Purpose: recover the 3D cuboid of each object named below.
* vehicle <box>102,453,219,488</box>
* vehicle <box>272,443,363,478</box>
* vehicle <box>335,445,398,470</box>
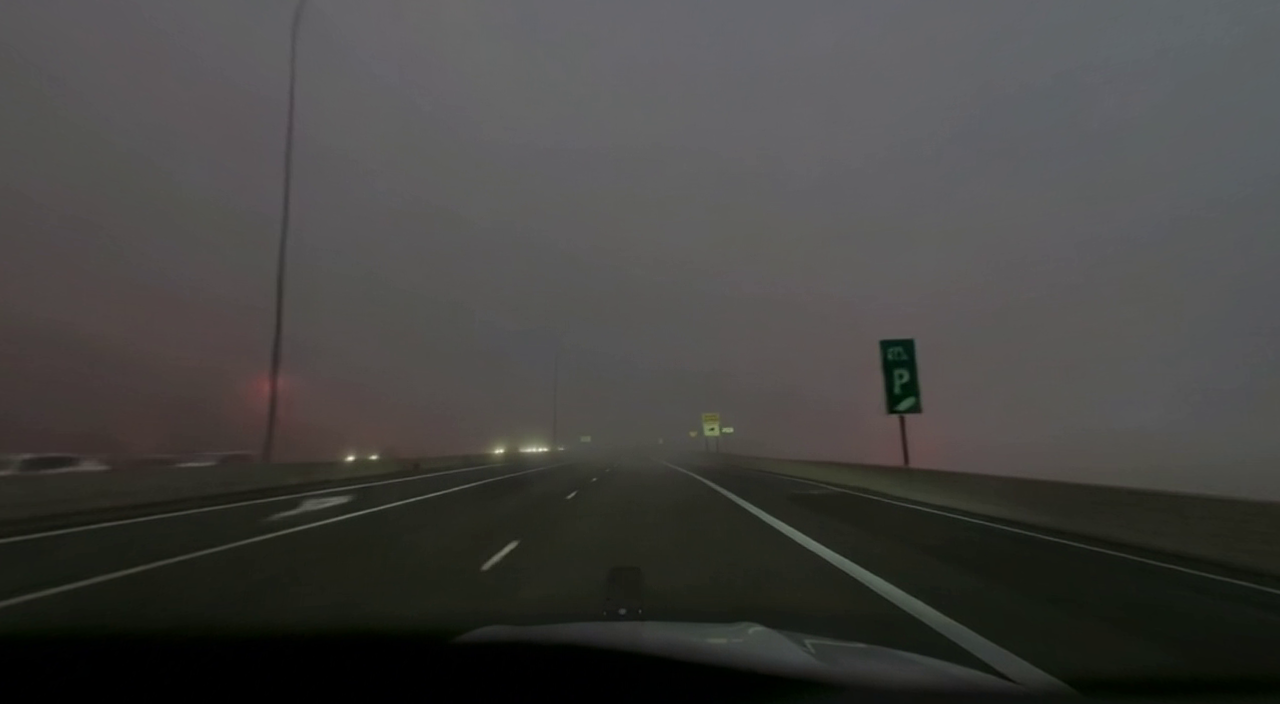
[{"bbox_3d":[-21.896,5.399,29.083,1.857,1.456,4.536,0,-9,0],"label":"vehicle"},{"bbox_3d":[-14.949,5.039,29.563,1.943,1.481,4.364,0,-9,0],"label":"vehicle"},{"bbox_3d":[-18.288,7.071,42.467,2.123,1.517,4.776,0,-9,0],"label":"vehicle"}]
